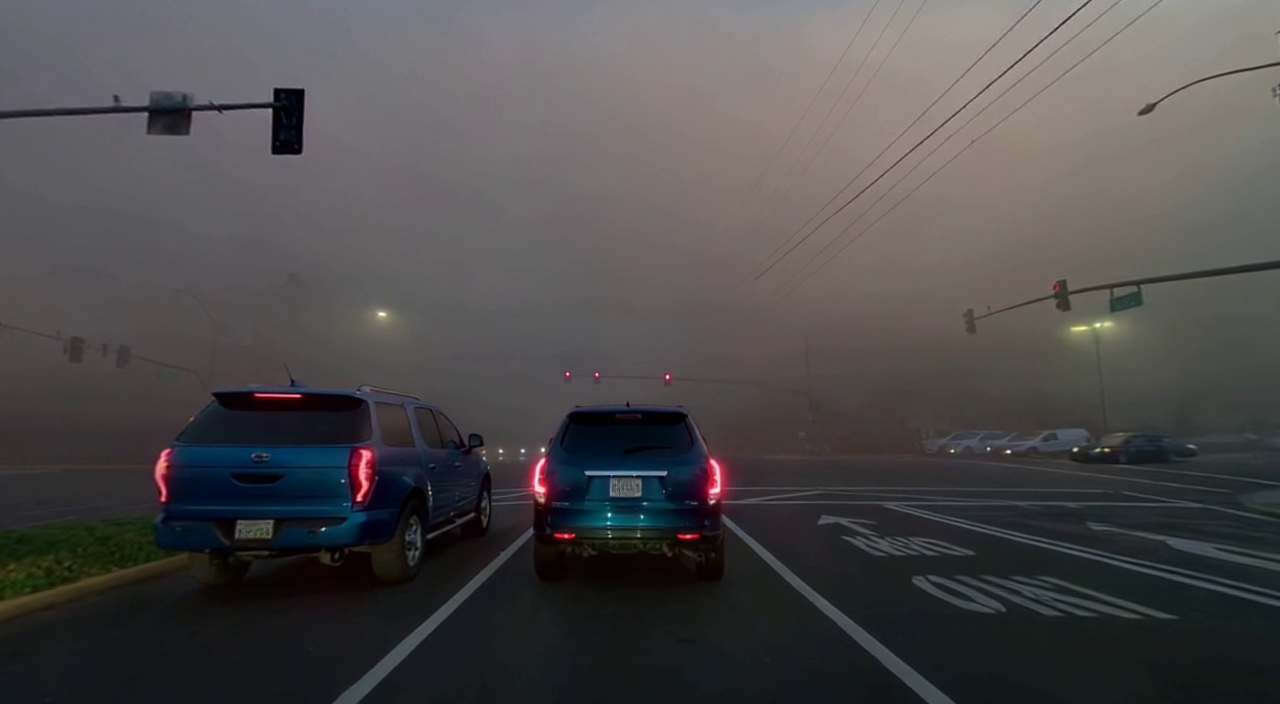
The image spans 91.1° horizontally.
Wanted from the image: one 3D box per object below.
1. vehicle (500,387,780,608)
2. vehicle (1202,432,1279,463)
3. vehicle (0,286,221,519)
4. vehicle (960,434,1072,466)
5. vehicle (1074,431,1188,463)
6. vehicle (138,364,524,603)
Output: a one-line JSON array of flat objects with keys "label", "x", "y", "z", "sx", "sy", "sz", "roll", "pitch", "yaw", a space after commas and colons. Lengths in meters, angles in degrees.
[{"label": "vehicle", "x": -0.047, "y": 1.494, "z": 7.396, "sx": 2.204, "sy": 1.738, "sz": 4.690, "roll": 0, "pitch": -8, "yaw": -1}, {"label": "vehicle", "x": 35.883, "y": 5.519, "z": 36.307, "sx": 4.714, "sy": 1.754, "sz": 2.041, "roll": 0, "pitch": -8, "yaw": -1}, {"label": "vehicle", "x": -12.464, "y": 0.918, "z": 11.101, "sx": 3.048, "sy": 3.927, "sz": 10.755, "roll": 0, "pitch": -8, "yaw": -3}, {"label": "vehicle", "x": 19.327, "y": 5.051, "z": 32.393, "sx": 4.624, "sy": 1.601, "sz": 1.871, "roll": 0, "pitch": -8, "yaw": -3}, {"label": "vehicle", "x": 27.952, "y": 5.407, "z": 35.846, "sx": 4.849, "sy": 1.759, "sz": 2.041, "roll": 0, "pitch": -8, "yaw": -3}, {"label": "vehicle", "x": -2.952, "y": 1.413, "z": 7.597, "sx": 2.220, "sy": 1.926, "sz": 4.870, "roll": 0, "pitch": -8, "yaw": -1}]
